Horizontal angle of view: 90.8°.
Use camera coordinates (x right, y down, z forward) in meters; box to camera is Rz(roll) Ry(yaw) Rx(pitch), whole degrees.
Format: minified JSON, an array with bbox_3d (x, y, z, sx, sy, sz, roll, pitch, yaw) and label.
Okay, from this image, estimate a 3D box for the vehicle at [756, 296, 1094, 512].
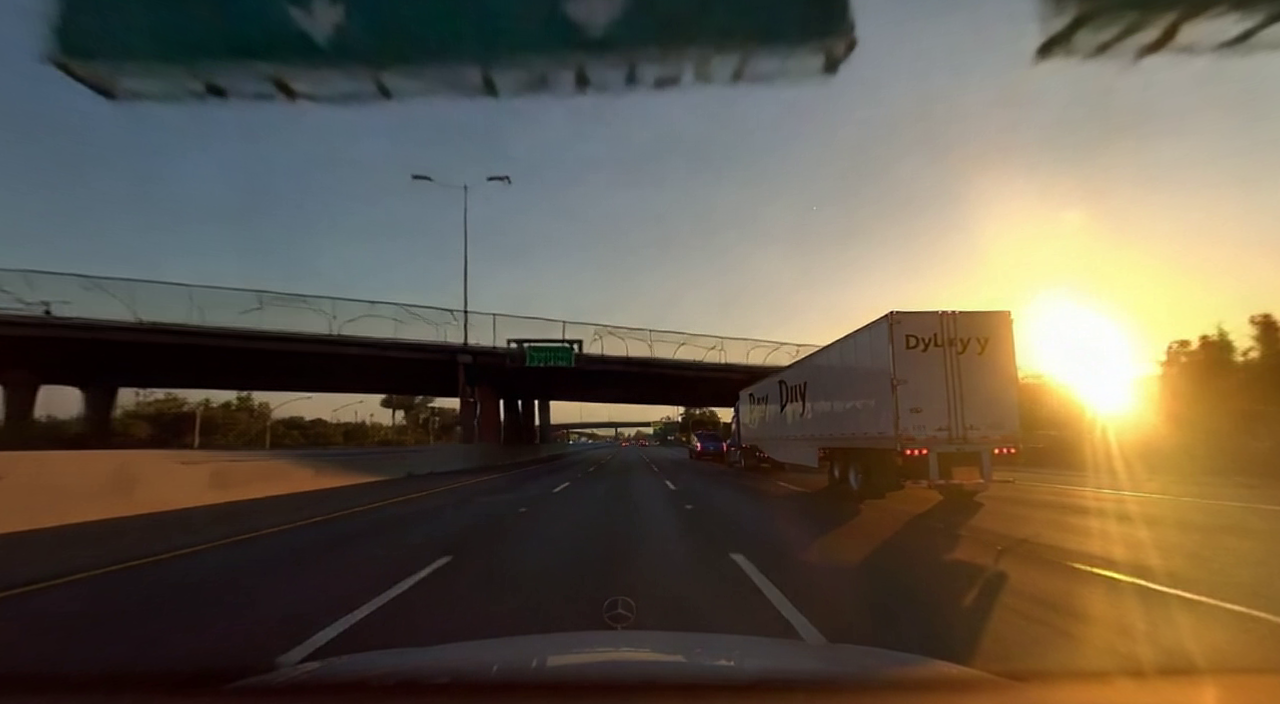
[{"bbox_3d":[6.636,2.084,19.640,2.962,3.947,16.241,0,-8,0],"label":"vehicle"}]
